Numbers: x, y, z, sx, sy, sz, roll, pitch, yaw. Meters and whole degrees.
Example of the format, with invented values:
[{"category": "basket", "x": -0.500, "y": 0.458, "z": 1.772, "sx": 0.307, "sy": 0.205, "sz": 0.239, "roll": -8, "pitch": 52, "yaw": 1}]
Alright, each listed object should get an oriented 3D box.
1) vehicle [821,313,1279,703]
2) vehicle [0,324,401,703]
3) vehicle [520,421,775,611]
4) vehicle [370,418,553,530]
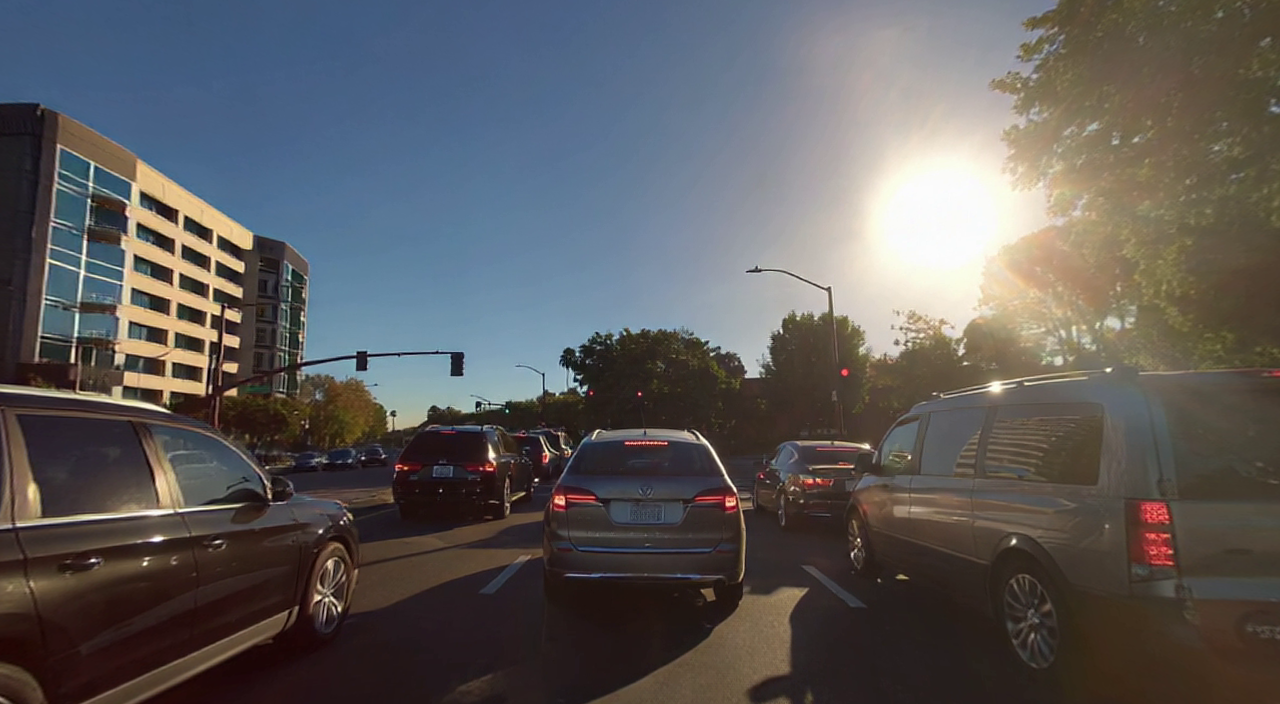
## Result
[{"category": "vehicle", "x": 3.215, "y": 1.101, "z": 4.735, "sx": 2.141, "sy": 1.833, "sz": 4.704, "roll": 0, "pitch": -8, "yaw": -2}, {"category": "vehicle", "x": -3.123, "y": 0.954, "z": 3.310, "sx": 1.982, "sy": 1.721, "sz": 4.261, "roll": 0, "pitch": -8, "yaw": 1}, {"category": "vehicle", "x": 0.022, "y": 1.598, "z": 7.046, "sx": 2.021, "sy": 1.490, "sz": 3.948, "roll": 0, "pitch": -8, "yaw": -1}, {"category": "vehicle", "x": -3.179, "y": 2.300, "z": 12.454, "sx": 2.117, "sy": 1.772, "sz": 4.619, "roll": 0, "pitch": -8, "yaw": 2}]
